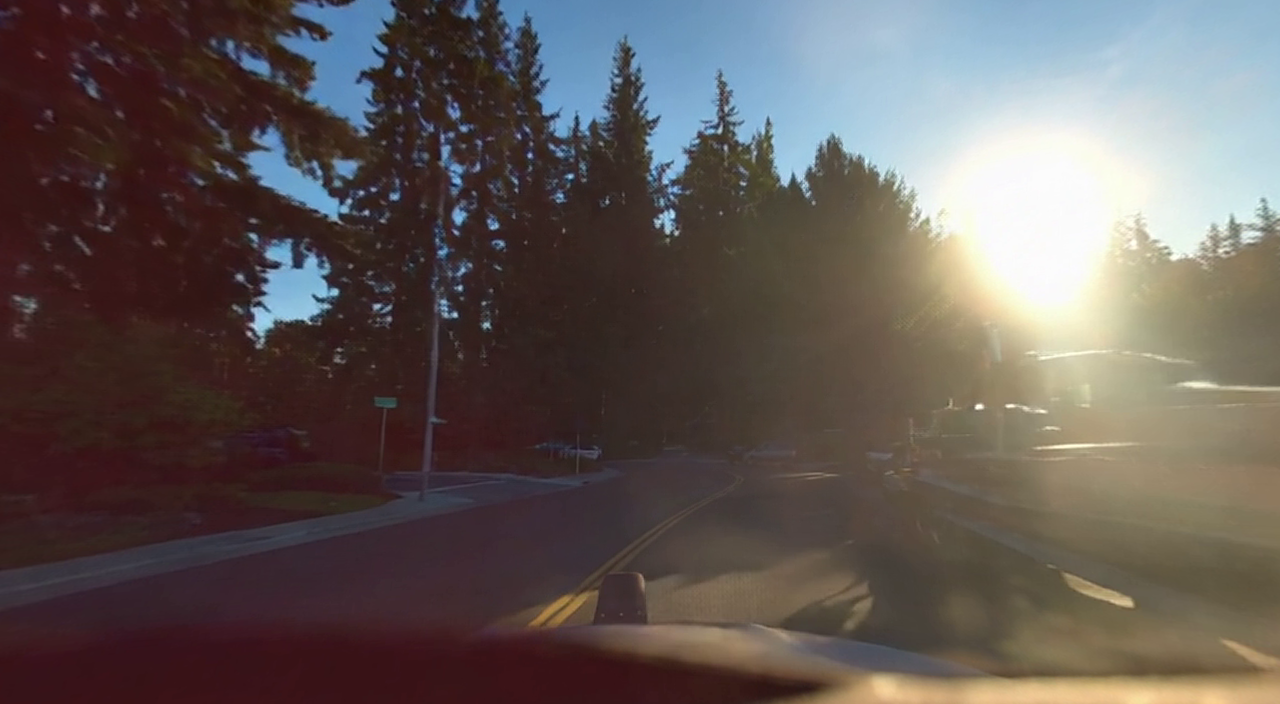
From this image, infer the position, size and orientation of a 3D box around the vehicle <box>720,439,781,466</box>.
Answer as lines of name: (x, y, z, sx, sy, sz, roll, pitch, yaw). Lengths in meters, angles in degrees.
vehicle: (8.316, 7.714, 48.414, 2.511, 1.904, 6.143, 2, -9, -12)

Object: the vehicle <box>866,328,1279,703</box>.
vehicle: (4.558, 1.411, 6.956, 2.874, 2.021, 7.293, -2, -9, 12)

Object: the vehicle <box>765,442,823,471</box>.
vehicle: (9.731, 6.643, 40.320, 1.967, 1.698, 4.649, 2, -9, -8)
